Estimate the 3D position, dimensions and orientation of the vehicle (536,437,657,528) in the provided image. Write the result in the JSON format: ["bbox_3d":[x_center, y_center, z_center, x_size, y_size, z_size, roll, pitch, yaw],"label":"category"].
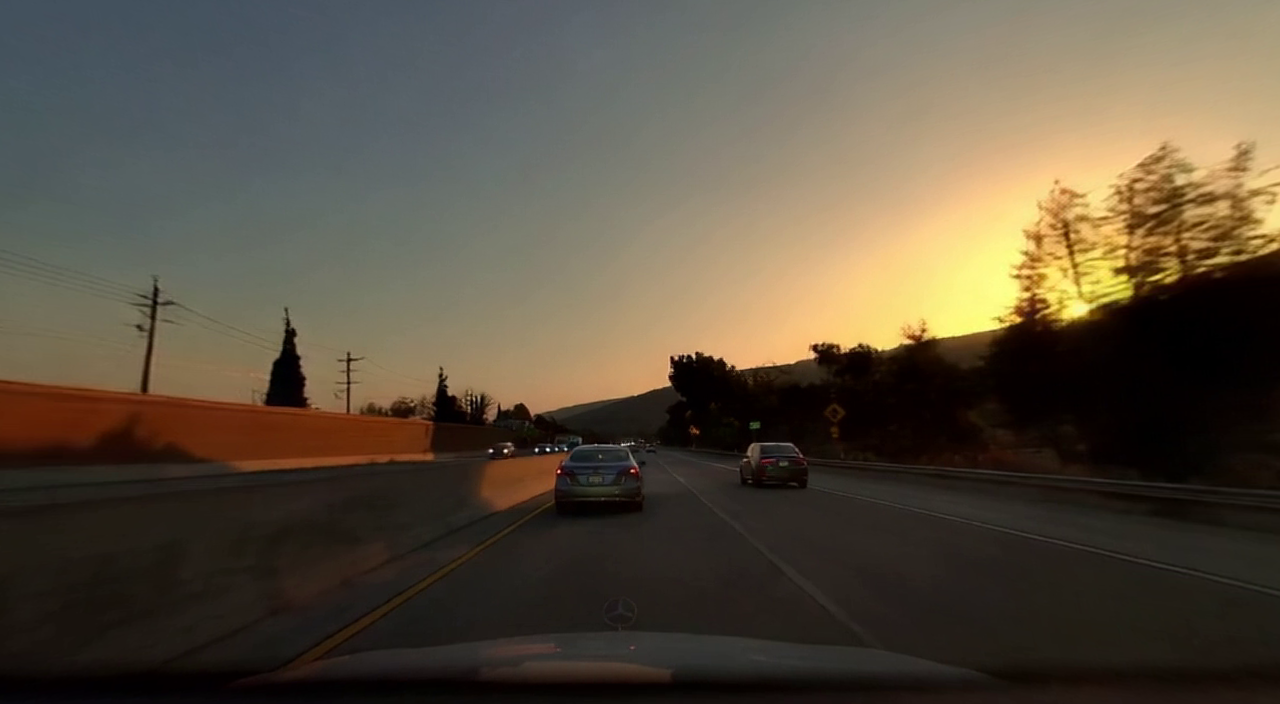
[{"bbox_3d":[-0.708,2.497,12.522,2.013,1.479,4.169,0,-9,0],"label":"vehicle"}]

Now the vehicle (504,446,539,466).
[{"bbox_3d":[-9.205,8.135,48.954,1.840,1.474,4.203,0,-9,0],"label":"vehicle"}]

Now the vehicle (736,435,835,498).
[{"bbox_3d":[3.962,3.190,17.737,1.910,1.554,3.718,0,-9,0],"label":"vehicle"}]
